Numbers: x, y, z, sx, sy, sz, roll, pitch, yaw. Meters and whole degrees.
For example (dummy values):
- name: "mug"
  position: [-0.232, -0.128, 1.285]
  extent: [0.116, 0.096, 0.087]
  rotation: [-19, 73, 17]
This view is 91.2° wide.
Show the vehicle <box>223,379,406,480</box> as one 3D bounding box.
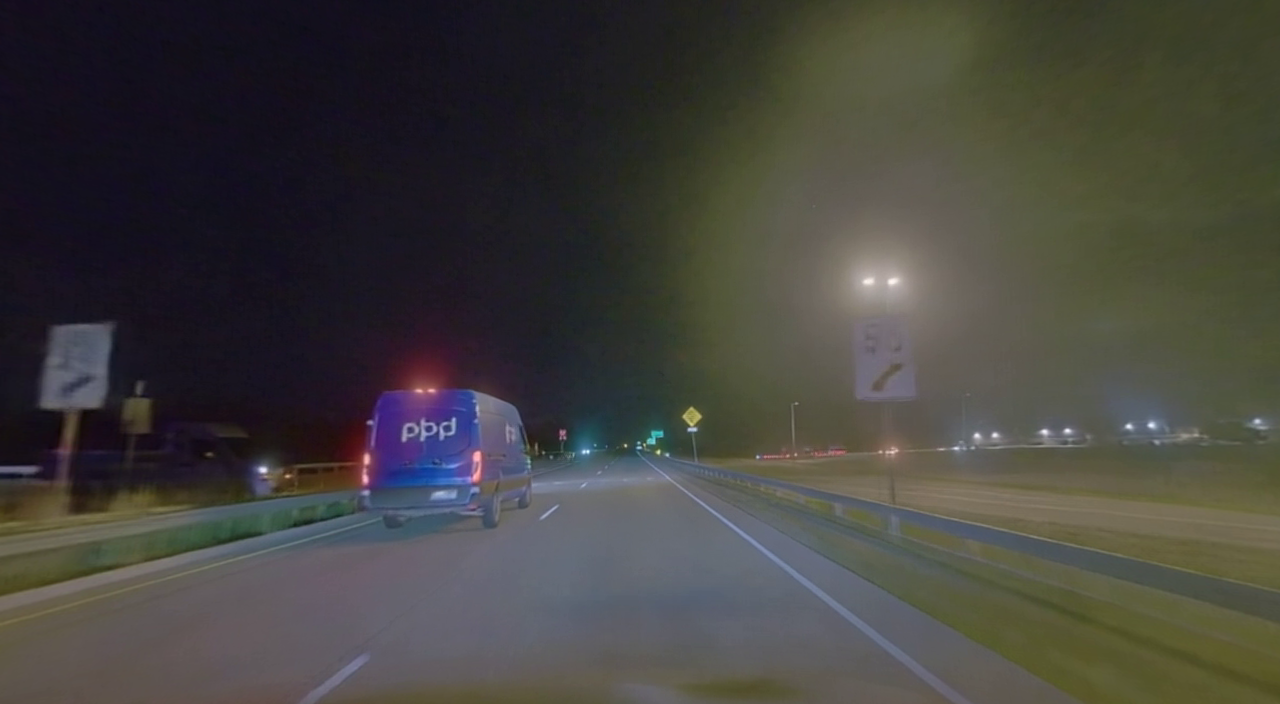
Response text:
- name: "vehicle"
  position: [-14.715, 3.598, 28.153]
  extent: [8.365, 3.958, 3.166]
  rotation: [-6, -10, 31]

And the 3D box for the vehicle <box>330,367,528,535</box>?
- name: "vehicle"
  position: [-3.953, 2.098, 13.520]
  extent: [2.463, 2.640, 7.034]
  rotation: [1, -9, -6]

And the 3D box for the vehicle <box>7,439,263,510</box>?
- name: "vehicle"
  position: [-12.151, 2.943, 15.486]
  extent: [4.396, 1.557, 1.952]
  rotation: [2, -9, -15]
